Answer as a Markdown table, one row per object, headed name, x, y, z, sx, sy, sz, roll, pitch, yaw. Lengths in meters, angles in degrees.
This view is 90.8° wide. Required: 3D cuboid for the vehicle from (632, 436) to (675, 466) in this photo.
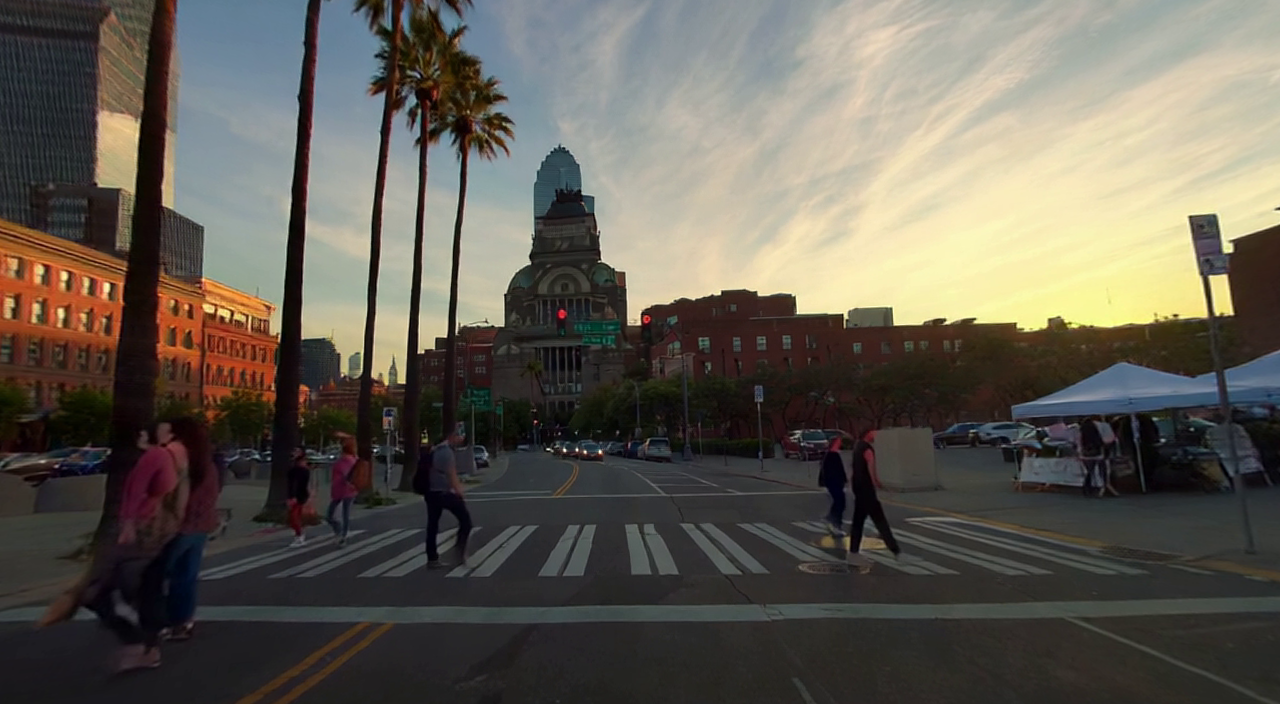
| name | x | y | z | sx | sy | sz | roll | pitch | yaw |
| --- | --- | --- | --- | --- | --- | --- | --- | --- | --- |
| vehicle | 0.910 | 7.291 | 46.672 | 2.322 | 2.071 | 5.366 | 1 | -9 | -9 |
